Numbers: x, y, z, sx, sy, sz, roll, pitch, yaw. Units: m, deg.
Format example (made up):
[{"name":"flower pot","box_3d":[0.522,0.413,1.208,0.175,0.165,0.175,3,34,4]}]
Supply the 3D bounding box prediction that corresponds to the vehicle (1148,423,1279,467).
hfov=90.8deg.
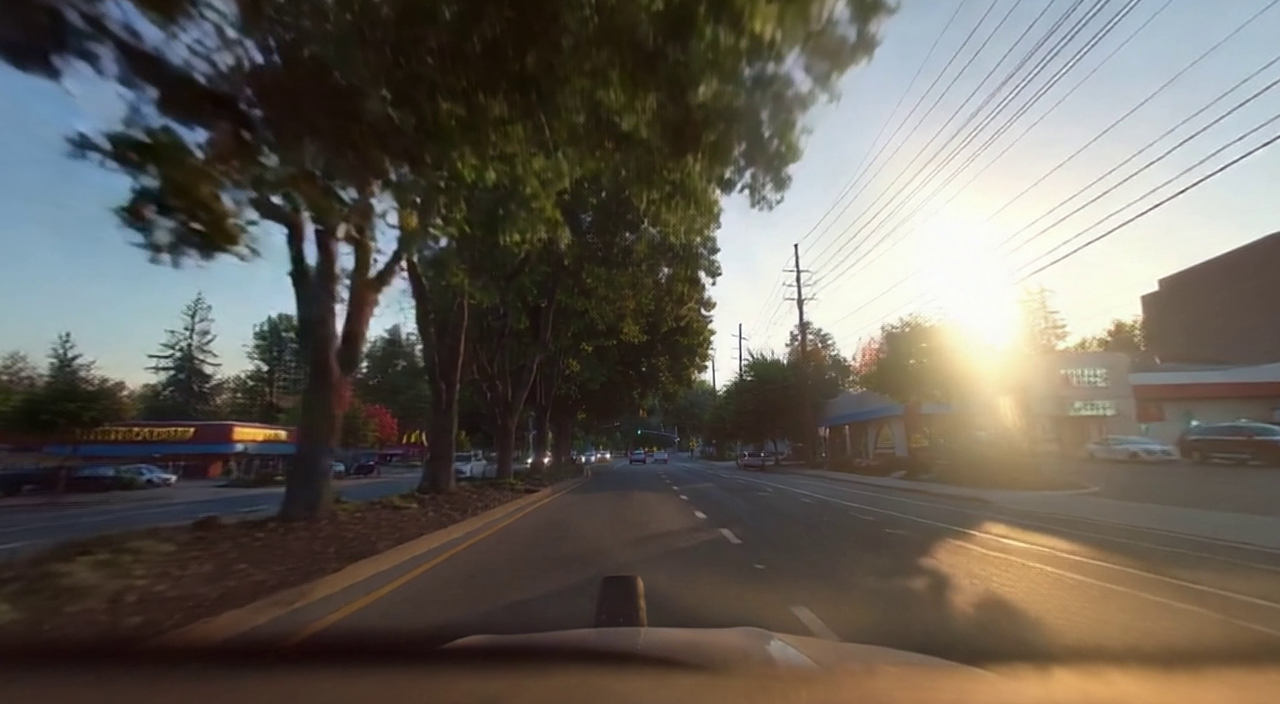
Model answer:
[{"name":"vehicle","box_3d":[25.602,4.156,28.230,2.012,1.772,4.458,0,-8,0]}]

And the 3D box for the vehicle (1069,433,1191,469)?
[{"name":"vehicle","box_3d":[23.144,4.700,30.122,2.113,1.582,4.559,0,-9,0]}]

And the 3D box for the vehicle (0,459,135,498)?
[{"name":"vehicle","box_3d":[-28.904,6.235,31.368,5.699,1.782,2.271,0,-9,2]}]

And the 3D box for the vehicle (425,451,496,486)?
[{"name":"vehicle","box_3d":[-8.702,5.662,31.139,2.043,1.536,4.682,0,-9,1]}]
